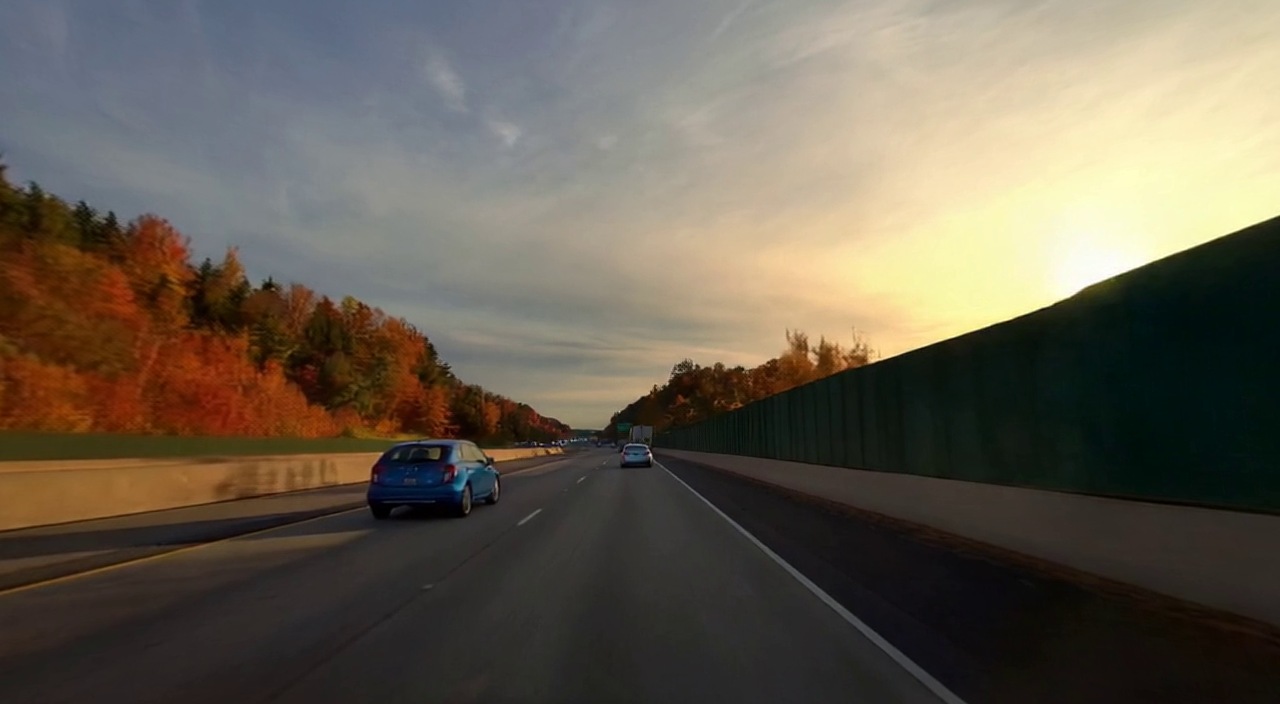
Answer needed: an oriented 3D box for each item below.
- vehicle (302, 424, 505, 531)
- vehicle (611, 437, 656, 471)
[{"bbox_3d":[-3.910,2.140,11.344,2.054,1.536,4.128,0,-8,0],"label":"vehicle"},{"bbox_3d":[-0.341,4.920,30.523,2.057,1.516,4.065,0,-8,-1],"label":"vehicle"}]
